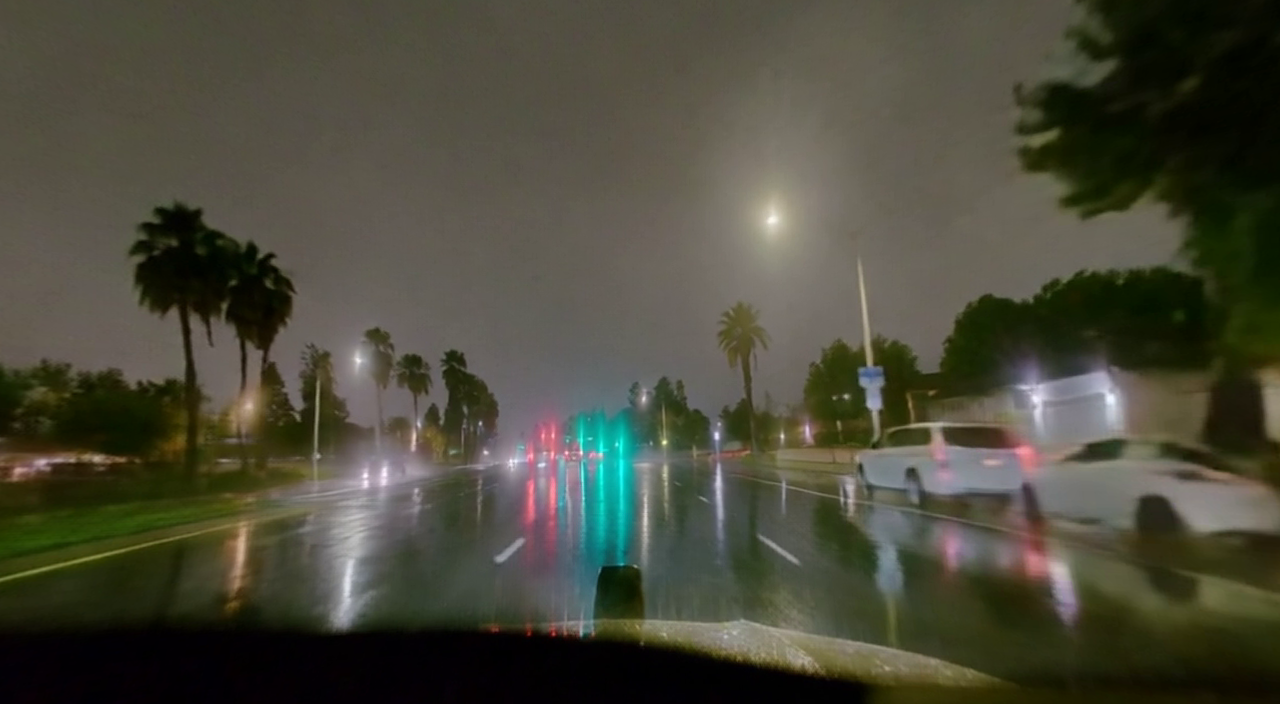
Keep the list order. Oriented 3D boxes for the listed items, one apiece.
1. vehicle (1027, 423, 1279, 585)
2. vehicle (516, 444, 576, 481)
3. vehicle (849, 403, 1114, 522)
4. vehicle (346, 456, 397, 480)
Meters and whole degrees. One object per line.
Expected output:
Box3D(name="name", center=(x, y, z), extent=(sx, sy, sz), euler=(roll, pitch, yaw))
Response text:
Box3D(name="vehicle", center=(6.947, 1.678, 7.622), extent=(1.814, 1.521, 4.215), euler=(0, -8, -1))
Box3D(name="vehicle", center=(-4.040, 4.819, 27.949), extent=(2.108, 1.475, 4.555), euler=(0, -8, -2))
Box3D(name="vehicle", center=(6.820, 2.311, 13.848), extent=(2.418, 2.004, 6.128), euler=(0, -8, 0))
Box3D(name="vehicle", center=(-20.120, 8.701, 47.510), extent=(2.180, 1.539, 4.244), euler=(-2, -8, -3))
